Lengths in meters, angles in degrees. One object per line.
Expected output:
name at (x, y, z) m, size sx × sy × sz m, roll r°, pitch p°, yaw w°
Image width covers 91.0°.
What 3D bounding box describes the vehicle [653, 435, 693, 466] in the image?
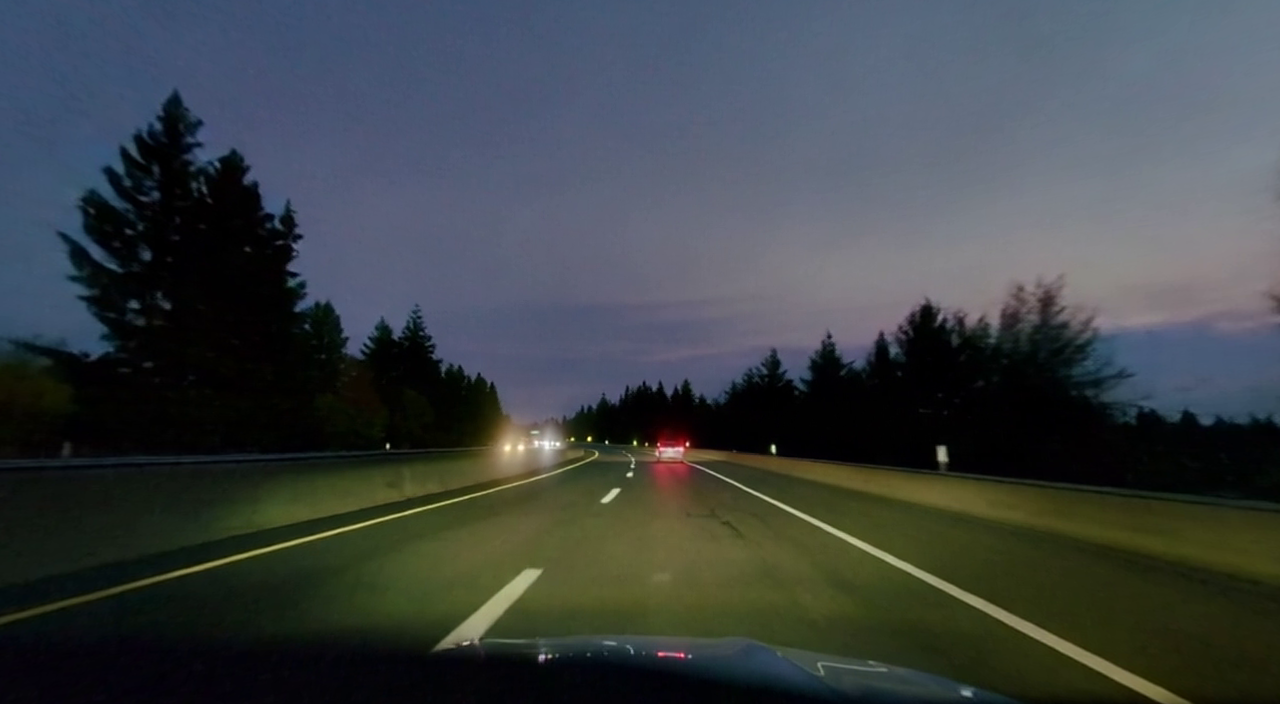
vehicle at (1.923, 5.870, 37.698) m, size 2.079 × 1.729 × 4.380 m, roll 0°, pitch -8°, yaw -1°
